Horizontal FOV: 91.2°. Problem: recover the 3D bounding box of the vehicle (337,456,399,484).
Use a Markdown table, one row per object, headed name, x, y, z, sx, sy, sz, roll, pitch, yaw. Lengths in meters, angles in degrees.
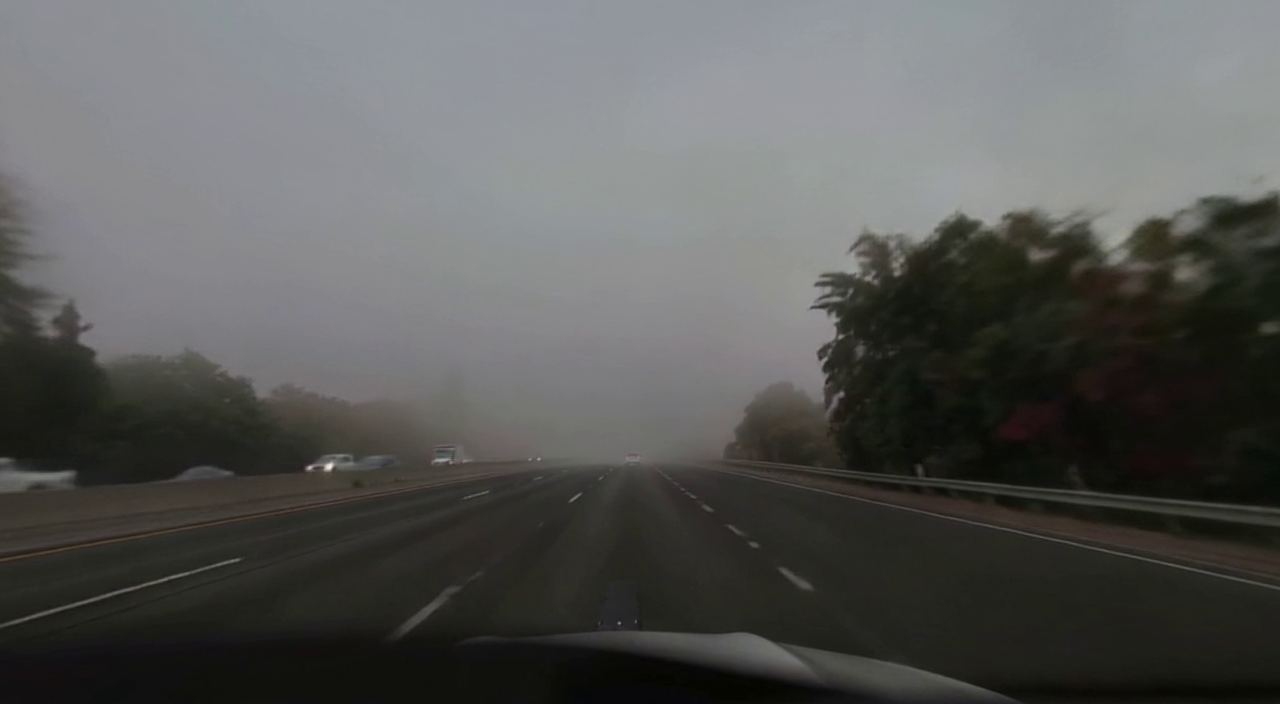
| name | x | y | z | sx | sy | sz | roll | pitch | yaw |
| --- | --- | --- | --- | --- | --- | --- | --- | --- | --- |
| vehicle | -15.170 | 6.559 | 35.156 | 1.753 | 1.426 | 3.920 | 0 | -9 | 0 |
